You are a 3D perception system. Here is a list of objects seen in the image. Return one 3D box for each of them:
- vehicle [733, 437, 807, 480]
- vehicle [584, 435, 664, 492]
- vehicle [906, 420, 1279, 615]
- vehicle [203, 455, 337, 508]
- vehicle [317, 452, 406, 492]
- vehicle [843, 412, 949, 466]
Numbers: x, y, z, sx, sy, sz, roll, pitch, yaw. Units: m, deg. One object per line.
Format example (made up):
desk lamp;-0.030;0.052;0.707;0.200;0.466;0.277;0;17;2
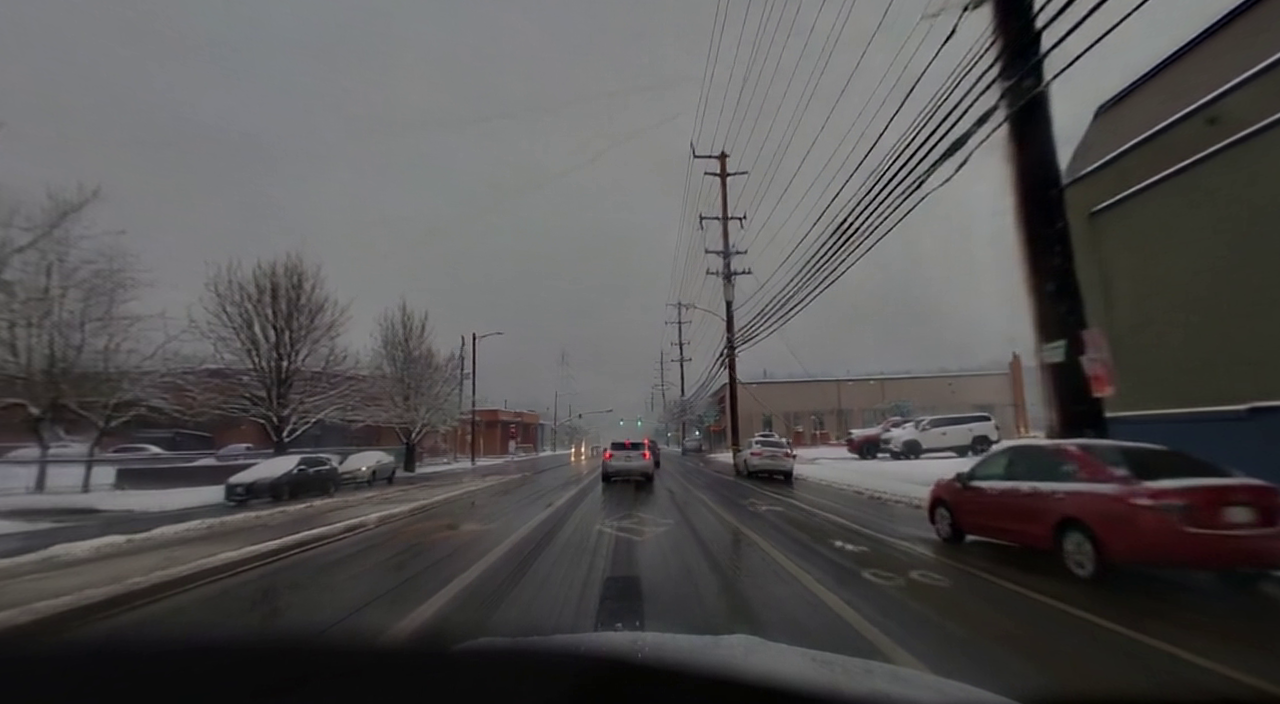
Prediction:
vehicle;5.112;4.253;25.508;1.937;1.523;4.541;0;-8;-1
vehicle;-0.445;3.259;18.804;2.116;1.479;3.980;0;-8;-1
vehicle;5.072;1.595;7.170;1.987;1.459;4.677;0;-8;-1
vehicle;-11.798;4.127;20.566;1.828;1.457;4.371;0;-8;-2
vehicle;-11.637;5.009;26.739;1.817;1.480;4.282;0;-8;0
vehicle;11.103;3.843;28.023;2.329;2.145;5.841;0;-8;1
